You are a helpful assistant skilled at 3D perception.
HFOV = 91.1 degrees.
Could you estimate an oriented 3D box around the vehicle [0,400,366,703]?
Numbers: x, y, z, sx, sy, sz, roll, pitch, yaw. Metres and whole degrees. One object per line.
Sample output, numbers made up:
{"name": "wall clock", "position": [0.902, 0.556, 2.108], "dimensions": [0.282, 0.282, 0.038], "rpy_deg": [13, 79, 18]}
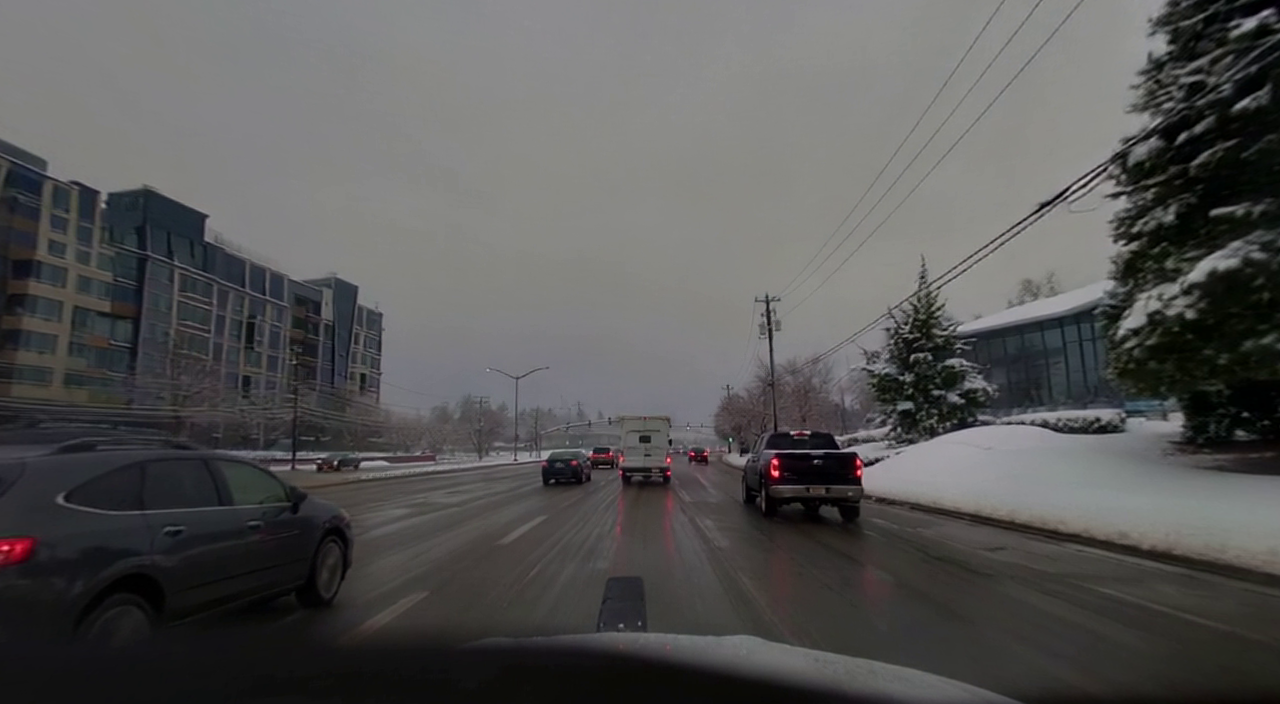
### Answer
{"name": "vehicle", "position": [-3.608, 1.242, 4.025], "dimensions": [1.934, 1.643, 3.718], "rpy_deg": [0, -9, 1]}

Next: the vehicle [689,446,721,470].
{"name": "vehicle", "position": [4.721, 7.787, 46.262], "dimensions": [2.092, 1.696, 4.218], "rpy_deg": [0, -9, 2]}

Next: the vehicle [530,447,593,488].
{"name": "vehicle", "position": [-3.268, 4.885, 26.958], "dimensions": [1.984, 1.567, 4.311], "rpy_deg": [0, -9, 2]}

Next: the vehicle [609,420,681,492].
{"name": "vehicle", "position": [0.322, 3.969, 24.244], "dimensions": [2.457, 2.440, 5.486], "rpy_deg": [0, -9, 3]}

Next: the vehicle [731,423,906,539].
{"name": "vehicle", "position": [3.313, 2.497, 12.809], "dimensions": [2.283, 1.923, 4.427], "rpy_deg": [0, -8, 0]}
